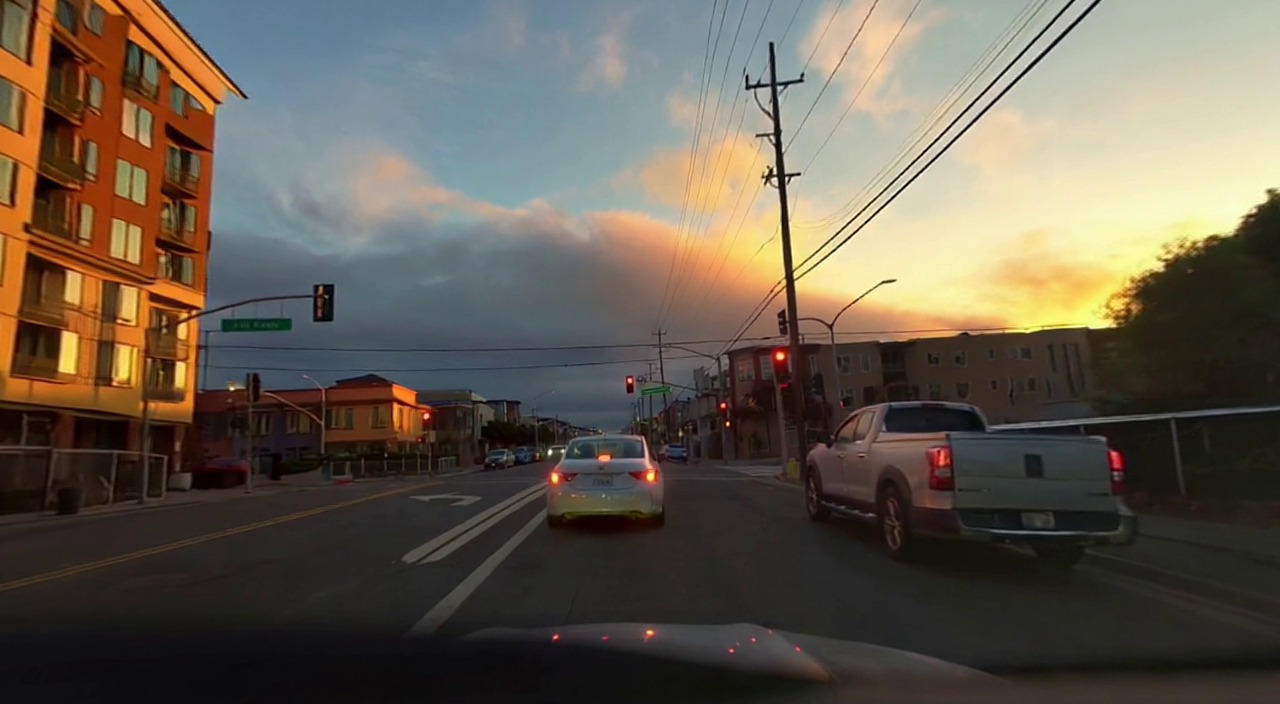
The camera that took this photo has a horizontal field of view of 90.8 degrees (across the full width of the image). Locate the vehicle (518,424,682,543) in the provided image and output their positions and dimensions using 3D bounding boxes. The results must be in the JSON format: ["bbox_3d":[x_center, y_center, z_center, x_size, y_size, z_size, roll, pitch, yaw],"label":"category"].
[{"bbox_3d":[-0.489,1.920,9.940,2.019,1.453,4.129,0,-8,0],"label":"vehicle"}]

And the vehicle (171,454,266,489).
[{"bbox_3d":[-25.334,7.196,38.054,4.337,1.739,1.981,-5,-11,2],"label":"vehicle"}]

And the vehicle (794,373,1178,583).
[{"bbox_3d":[3.835,1.518,8.451,2.248,1.945,5.011,0,-8,0],"label":"vehicle"}]
